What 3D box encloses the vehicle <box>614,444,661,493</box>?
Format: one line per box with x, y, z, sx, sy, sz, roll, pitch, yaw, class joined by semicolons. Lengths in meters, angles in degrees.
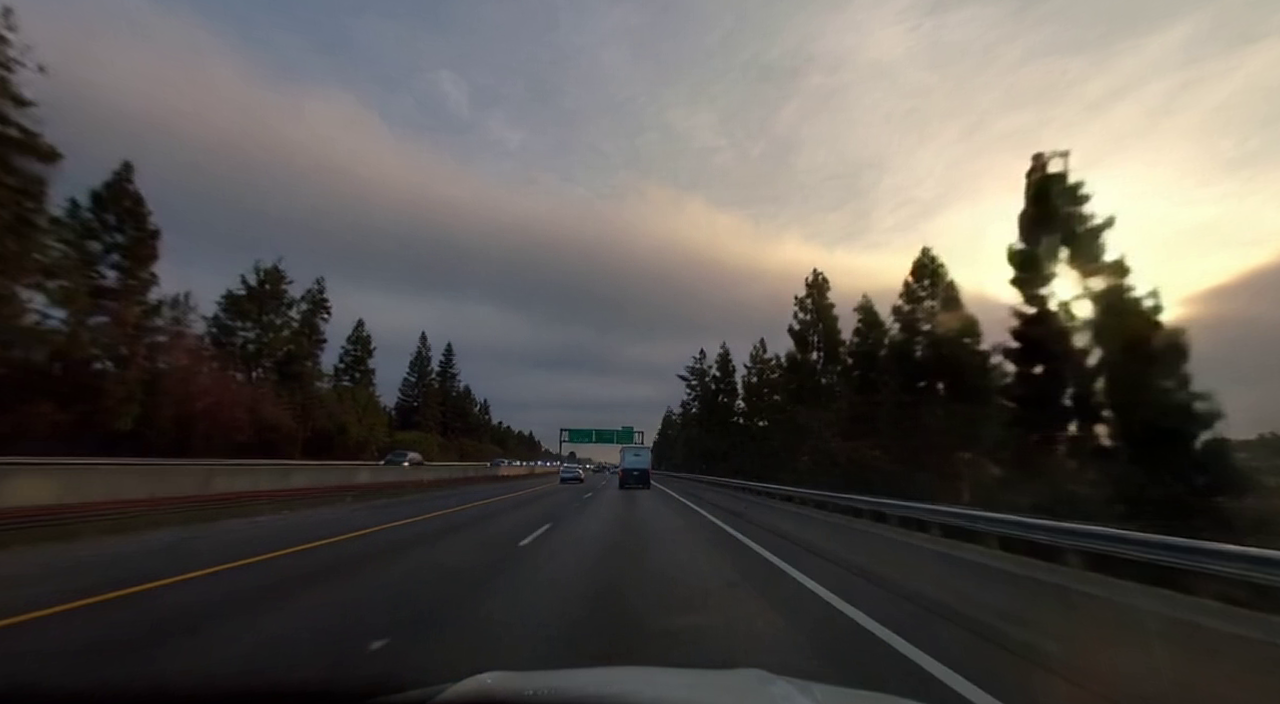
-0.180;6.747;36.435;2.482;2.549;5.447;1;-11;-1;vehicle

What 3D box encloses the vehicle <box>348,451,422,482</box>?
-13.793;6.256;34.427;2.174;1.523;4.558;1;-11;-1;vehicle

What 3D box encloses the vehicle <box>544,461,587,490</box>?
-4.430;7.411;37.883;2.100;1.605;3.883;1;-11;0;vehicle
